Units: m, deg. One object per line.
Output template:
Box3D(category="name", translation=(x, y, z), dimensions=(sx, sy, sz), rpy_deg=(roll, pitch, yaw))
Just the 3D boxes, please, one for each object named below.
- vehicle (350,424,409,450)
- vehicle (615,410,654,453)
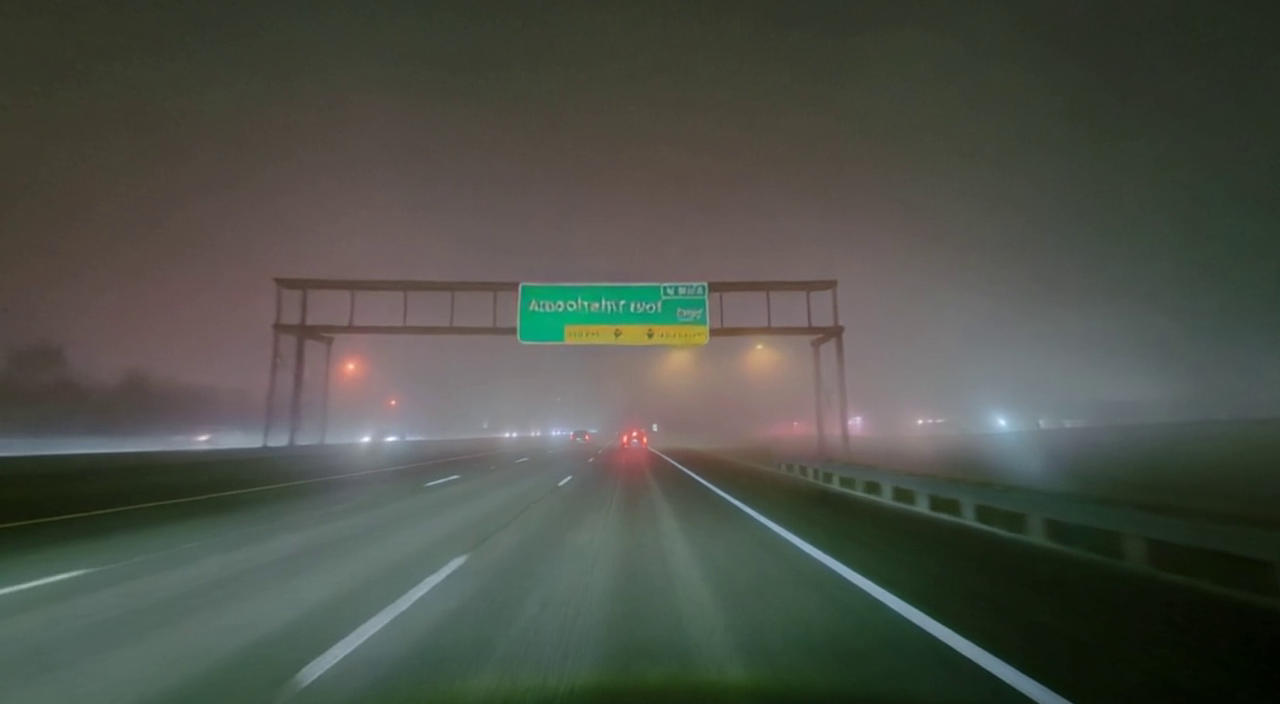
Box3D(category="vehicle", translation=(-15.684, 5.144, 38.055), dimensions=(1.900, 1.447, 3.883), rpy_deg=(0, -8, -1))
Box3D(category="vehicle", translation=(-0.475, 5.549, 43.636), dimensions=(2.418, 2.704, 6.445), rpy_deg=(0, -8, -2))
